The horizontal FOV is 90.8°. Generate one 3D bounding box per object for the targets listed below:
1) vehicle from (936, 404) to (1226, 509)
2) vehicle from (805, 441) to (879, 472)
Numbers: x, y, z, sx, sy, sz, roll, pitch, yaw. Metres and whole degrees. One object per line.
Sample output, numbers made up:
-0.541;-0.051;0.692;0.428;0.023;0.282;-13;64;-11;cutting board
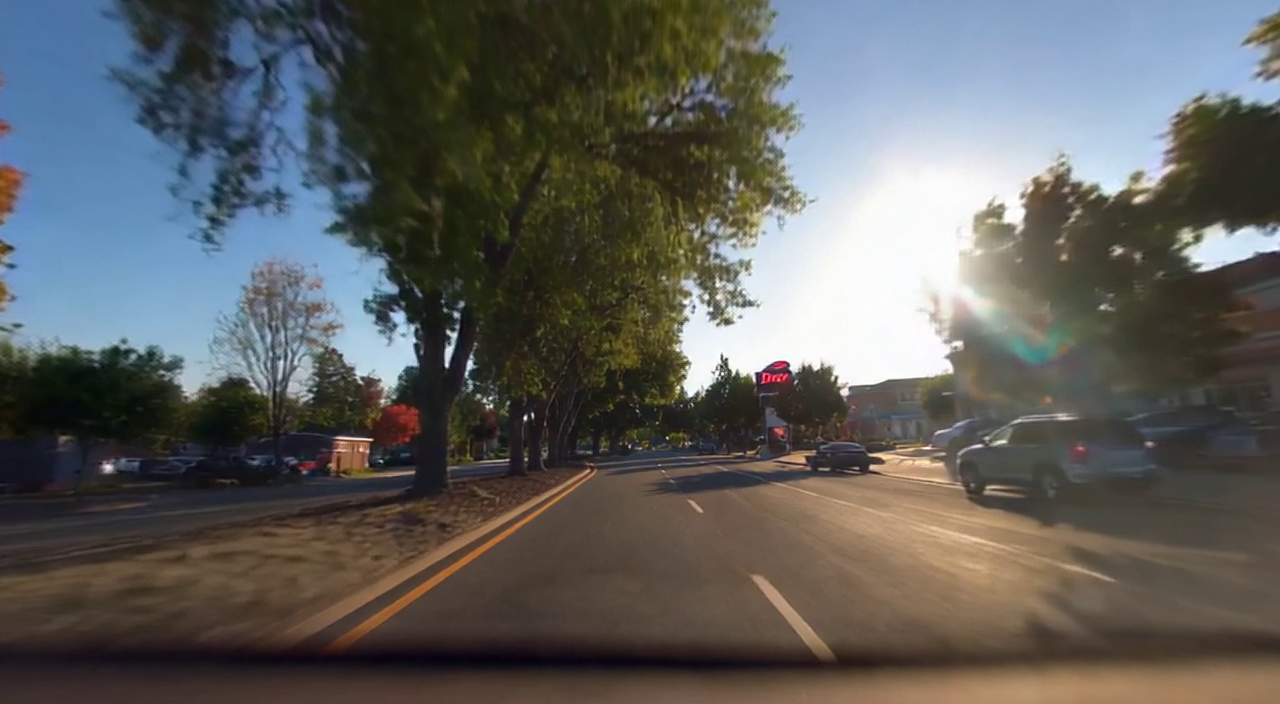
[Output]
10.239;2.523;15.655;2.610;2.072;5.985;0;-8;-3;vehicle
10.138;5.262;32.125;2.034;1.437;4.728;0;-8;-2;vehicle
